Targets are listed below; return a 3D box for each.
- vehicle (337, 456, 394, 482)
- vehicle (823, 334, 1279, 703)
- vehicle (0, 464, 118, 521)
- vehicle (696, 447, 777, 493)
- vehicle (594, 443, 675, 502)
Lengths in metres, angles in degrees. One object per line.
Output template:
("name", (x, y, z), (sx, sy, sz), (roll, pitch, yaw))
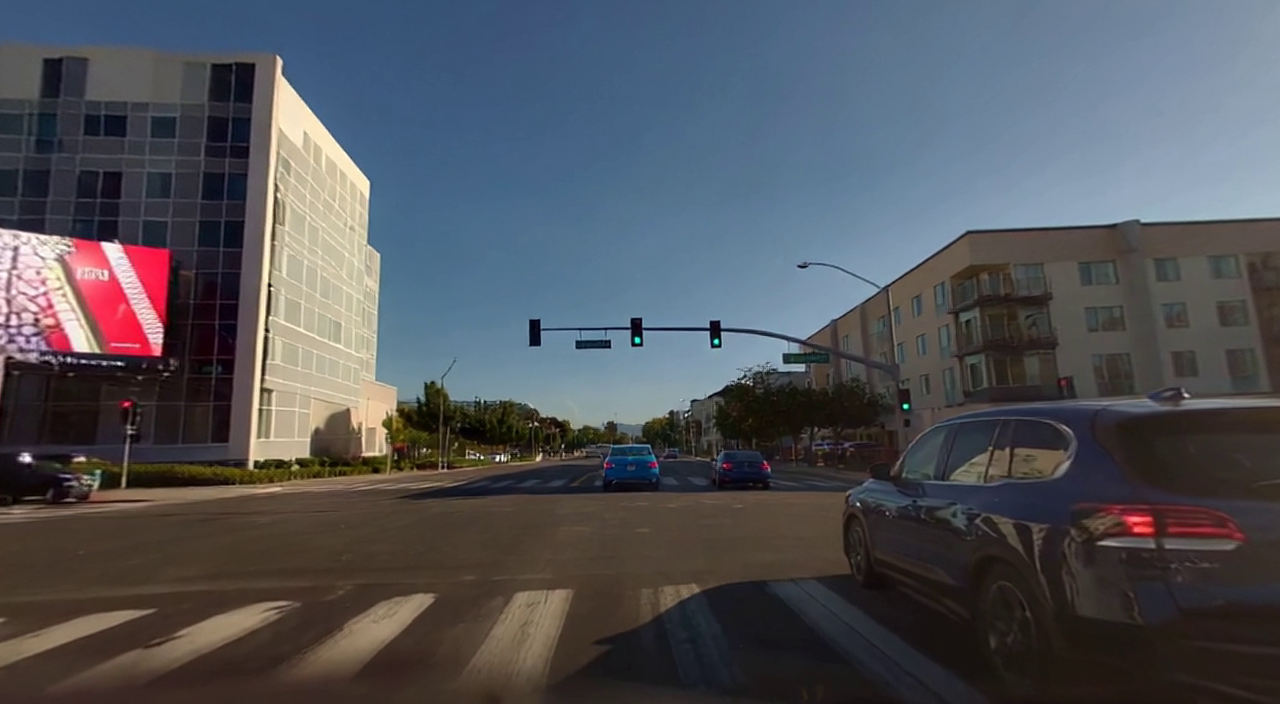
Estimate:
("vehicle", (-19.160, 8.151, 44.342), (1.942, 1.628, 4.721), (0, -9, -1))
("vehicle", (3.001, 1.132, 4.435), (2.047, 1.785, 4.357), (0, -8, -1))
("vehicle", (-19.167, 4.329, 19.733), (1.942, 1.453, 4.448), (-1, -8, 0))
("vehicle", (3.232, 4.042, 22.060), (2.009, 1.414, 4.416), (0, -8, -2))
("vehicle", (-0.180, 3.400, 18.288), (2.095, 1.502, 3.873), (0, -8, -1))
